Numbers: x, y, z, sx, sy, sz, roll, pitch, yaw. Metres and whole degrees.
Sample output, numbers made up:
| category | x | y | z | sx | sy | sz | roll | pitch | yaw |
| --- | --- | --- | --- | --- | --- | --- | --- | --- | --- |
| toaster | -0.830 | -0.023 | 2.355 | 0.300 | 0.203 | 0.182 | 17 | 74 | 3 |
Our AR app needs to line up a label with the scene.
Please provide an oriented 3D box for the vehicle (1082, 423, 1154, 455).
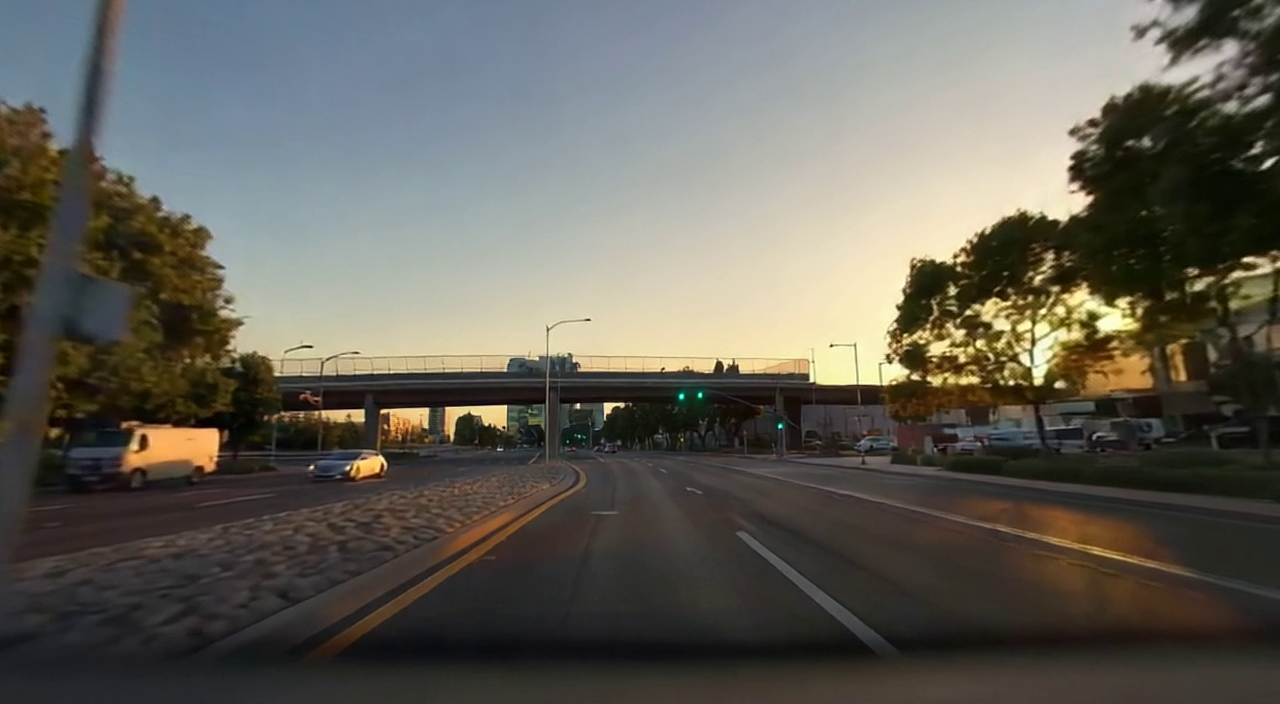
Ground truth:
| category | x | y | z | sx | sy | sz | roll | pitch | yaw |
| --- | --- | --- | --- | --- | --- | --- | --- | --- | --- |
| vehicle | 28.379 | 5.158 | 37.436 | 4.634 | 1.789 | 2.149 | 6 | -10 | -38 |

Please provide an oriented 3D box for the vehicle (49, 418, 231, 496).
| category | x | y | z | sx | sy | sz | roll | pitch | yaw |
| --- | --- | --- | --- | --- | --- | --- | --- | --- | --- |
| vehicle | -20.382 | 4.308 | 26.367 | 2.340 | 2.821 | 6.537 | 0 | -8 | -2 |

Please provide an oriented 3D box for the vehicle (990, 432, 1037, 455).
| category | x | y | z | sx | sy | sz | roll | pitch | yaw |
| --- | --- | --- | --- | --- | --- | --- | --- | --- | --- |
| vehicle | 24.293 | 5.943 | 41.007 | 1.910 | 1.415 | 4.383 | -7 | -10 | 39 |

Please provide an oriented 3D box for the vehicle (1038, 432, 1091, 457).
| category | x | y | z | sx | sy | sz | roll | pitch | yaw |
| --- | --- | --- | --- | --- | --- | --- | --- | --- | --- |
| vehicle | 26.511 | 5.749 | 39.405 | 1.928 | 1.437 | 3.935 | -8 | -11 | 44 |

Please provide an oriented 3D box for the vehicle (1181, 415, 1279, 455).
| category | x | y | z | sx | sy | sz | roll | pitch | yaw |
| --- | --- | --- | --- | --- | --- | --- | --- | --- | --- |
| vehicle | 30.759 | 4.297 | 32.498 | 4.334 | 1.942 | 2.322 | 3 | -9 | -18 |

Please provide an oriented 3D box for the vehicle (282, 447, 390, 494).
| category | x | y | z | sx | sy | sz | roll | pitch | yaw |
| --- | --- | --- | --- | --- | --- | --- | --- | --- | --- |
| vehicle | -11.271 | 4.396 | 23.863 | 2.032 | 1.480 | 4.591 | -1 | -8 | -3 |
